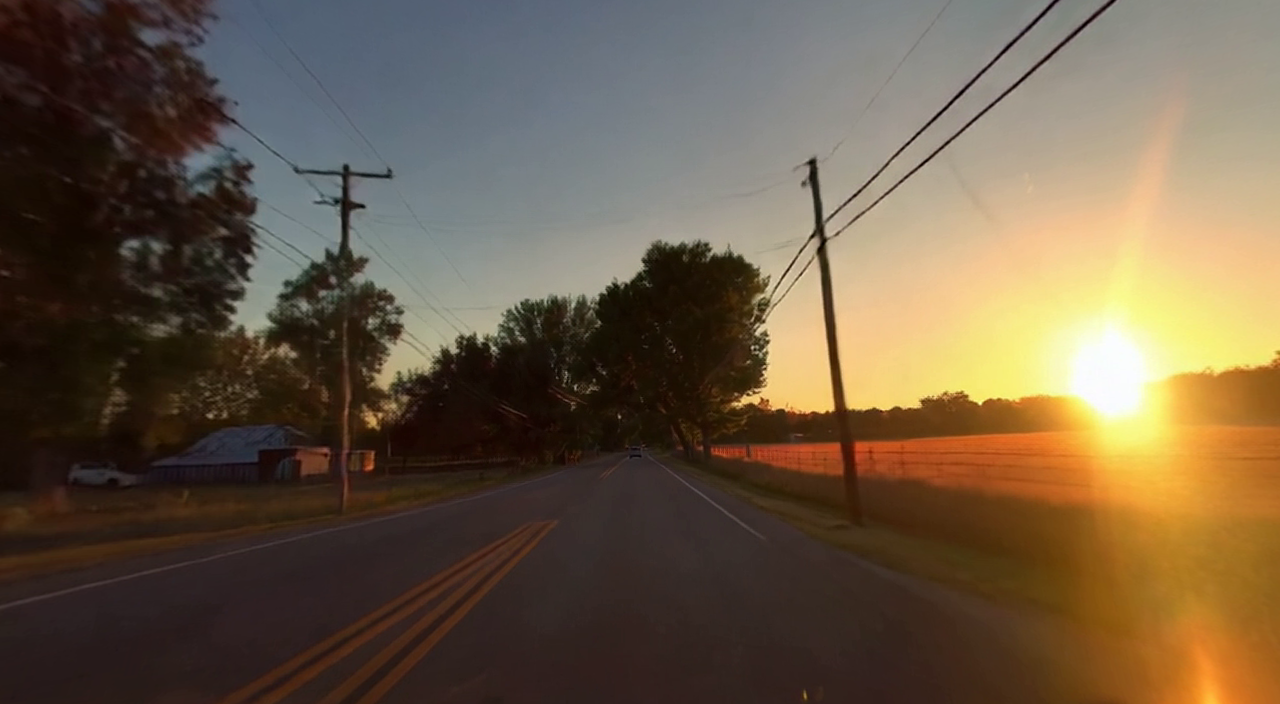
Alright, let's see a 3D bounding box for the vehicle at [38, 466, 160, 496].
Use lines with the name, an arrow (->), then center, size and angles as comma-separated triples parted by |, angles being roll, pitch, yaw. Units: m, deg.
vehicle -> -36.902, 8.800, 43.248 | 5.978, 1.864, 2.185 | 1, -8, -7
